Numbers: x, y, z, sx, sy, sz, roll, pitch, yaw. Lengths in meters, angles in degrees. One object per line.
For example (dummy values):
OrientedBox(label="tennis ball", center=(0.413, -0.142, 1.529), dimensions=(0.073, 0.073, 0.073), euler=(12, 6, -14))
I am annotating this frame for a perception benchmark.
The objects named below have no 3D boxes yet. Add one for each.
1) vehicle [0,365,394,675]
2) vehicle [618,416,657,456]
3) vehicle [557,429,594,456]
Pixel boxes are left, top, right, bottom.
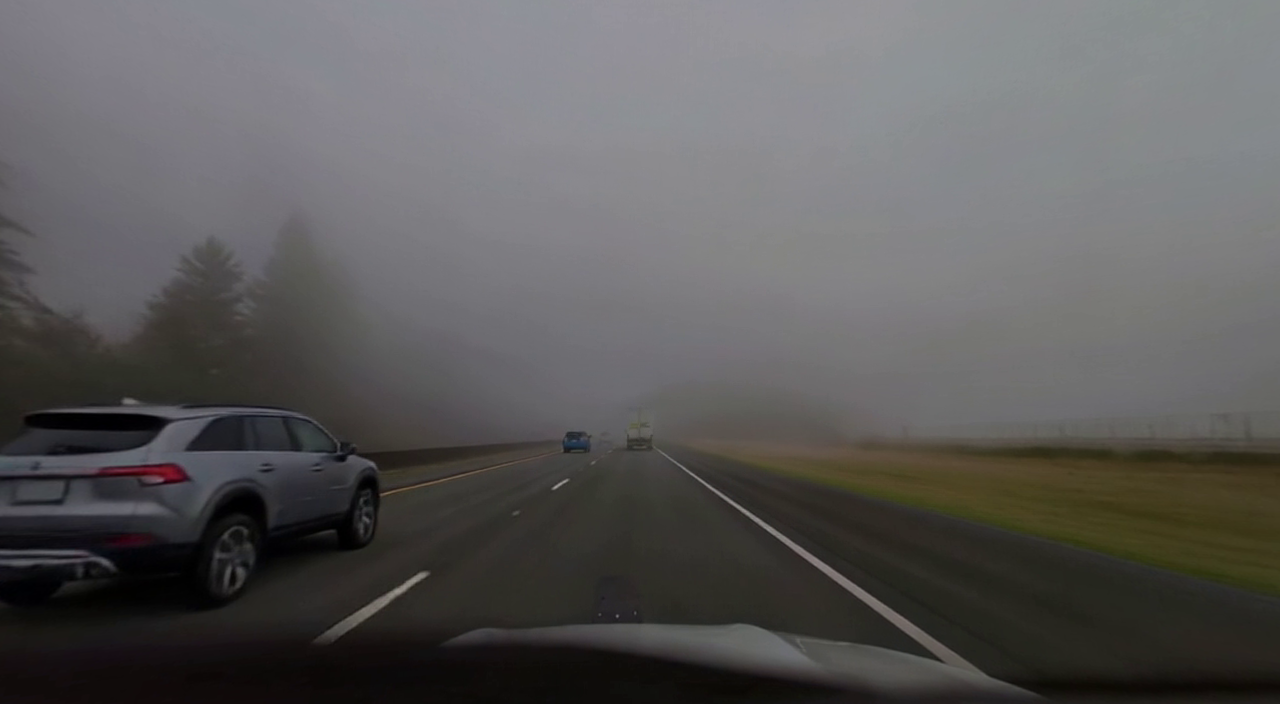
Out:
OrientedBox(label="vehicle", center=(-4.076, 1.184, 5.579), dimensions=(2.045, 1.655, 4.301), euler=(0, -8, 0))
OrientedBox(label="vehicle", center=(-0.200, 5.742, 42.972), dimensions=(2.526, 2.531, 5.026), euler=(0, -8, -1))
OrientedBox(label="vehicle", center=(-4.316, 6.134, 42.937), dimensions=(2.049, 1.726, 4.291), euler=(0, -8, 1))
